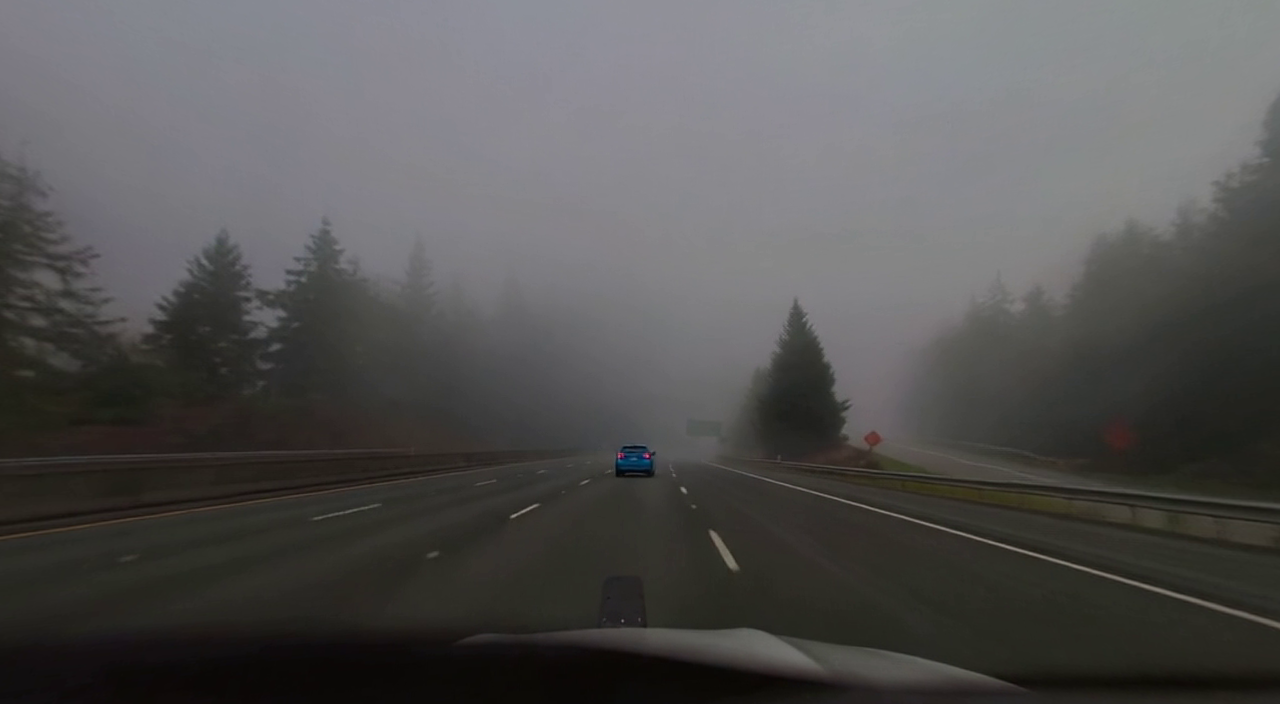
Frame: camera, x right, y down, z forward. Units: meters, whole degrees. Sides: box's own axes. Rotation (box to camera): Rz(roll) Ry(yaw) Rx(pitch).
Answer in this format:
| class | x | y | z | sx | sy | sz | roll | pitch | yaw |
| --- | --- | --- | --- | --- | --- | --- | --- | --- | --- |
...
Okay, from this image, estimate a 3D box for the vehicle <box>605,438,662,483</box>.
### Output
| class | x | y | z | sx | sy | sz | roll | pitch | yaw |
| --- | --- | --- | --- | --- | --- | --- | --- | --- | --- |
| vehicle | -0.175 | 4.449 | 25.990 | 2.133 | 1.686 | 4.203 | -1 | -8 | 3 |
